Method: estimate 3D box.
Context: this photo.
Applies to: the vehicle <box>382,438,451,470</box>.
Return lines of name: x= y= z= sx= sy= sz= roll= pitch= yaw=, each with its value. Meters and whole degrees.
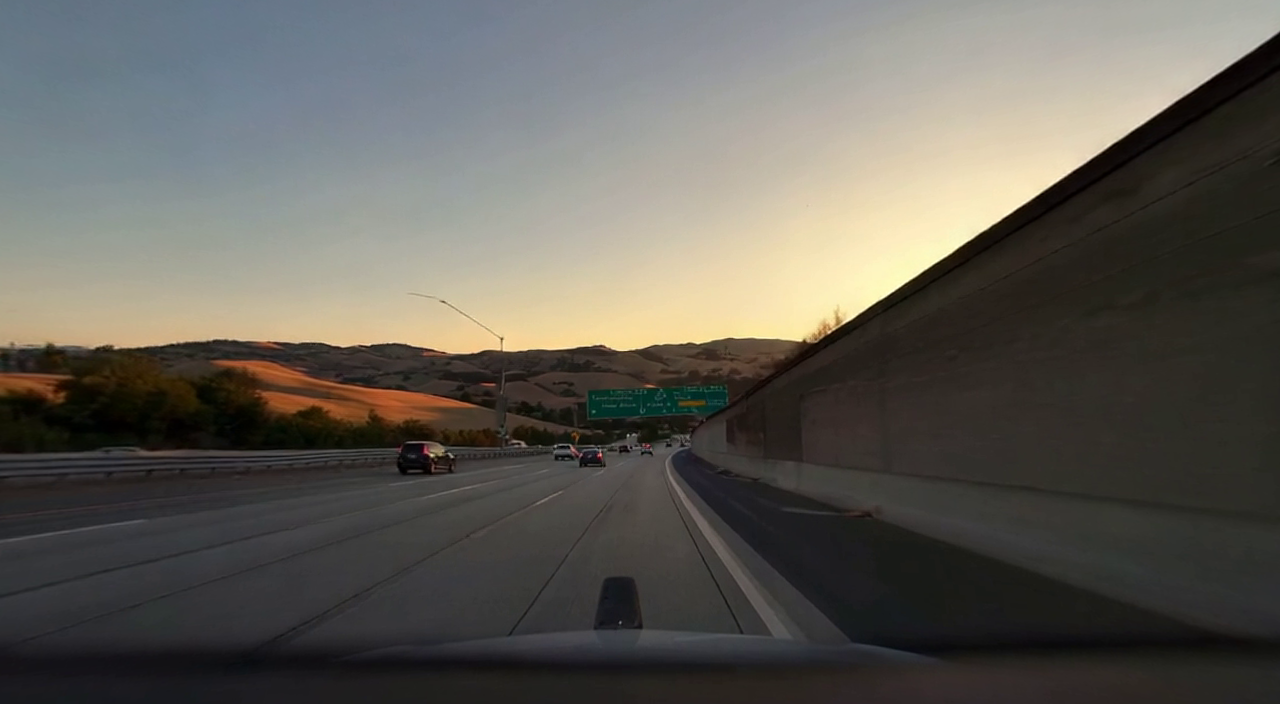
vehicle: x=-12.983 y=5.974 z=37.054 sx=2.076 sy=1.766 sz=4.831 roll=0 pitch=-9 yaw=2

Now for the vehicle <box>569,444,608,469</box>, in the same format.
vehicle: x=-3.174 y=6.501 z=39.472 sx=1.931 sy=1.492 sz=4.076 roll=0 pitch=-9 yaw=2

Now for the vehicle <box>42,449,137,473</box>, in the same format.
vehicle: x=-36.532 y=7.218 z=42.117 sx=1.843 sy=1.514 sz=4.935 roll=0 pitch=-9 yaw=1
